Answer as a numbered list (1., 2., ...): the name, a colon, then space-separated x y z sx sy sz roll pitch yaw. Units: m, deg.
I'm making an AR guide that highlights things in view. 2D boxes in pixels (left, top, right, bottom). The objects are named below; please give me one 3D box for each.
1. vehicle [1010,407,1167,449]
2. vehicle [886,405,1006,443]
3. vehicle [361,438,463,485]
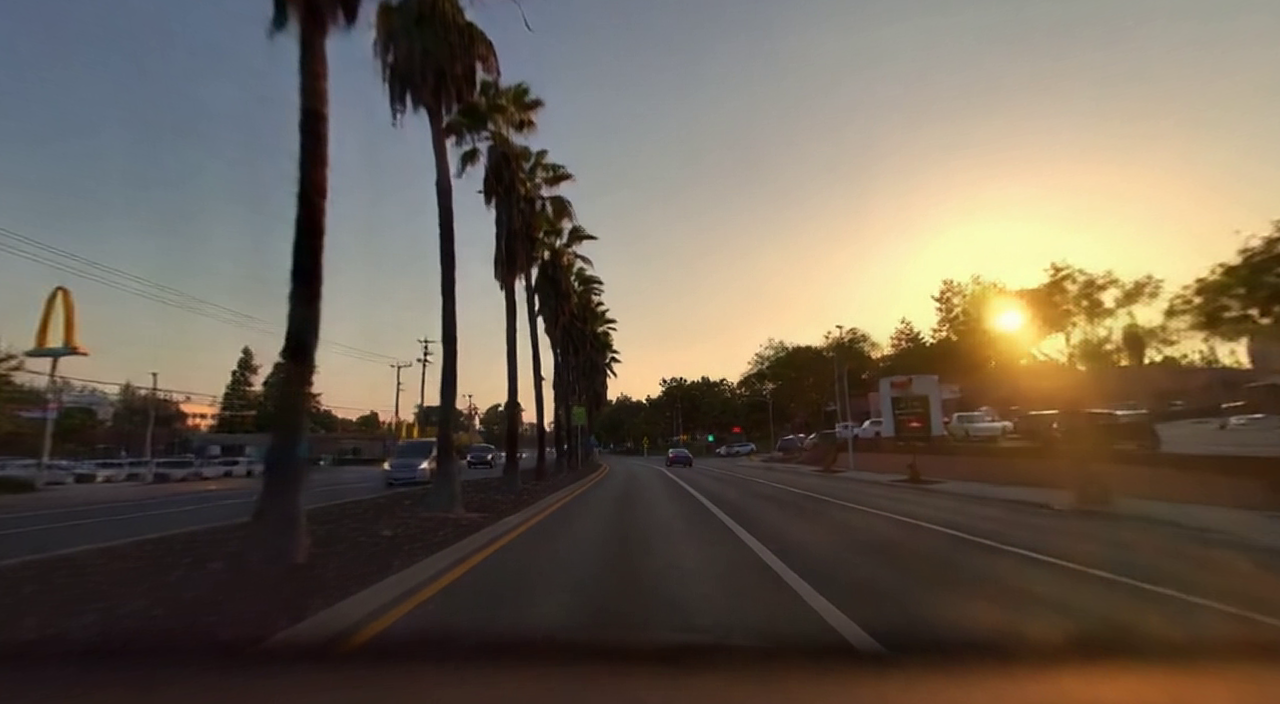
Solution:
1. vehicle: 18.417 3.174 26.118 4.649 1.662 2.349 0 -8 1
2. vehicle: 18.003 4.304 37.282 5.817 1.906 2.230 -1 -12 0
3. vehicle: -9.210 4.452 26.044 2.361 1.733 5.099 0 -8 -1
